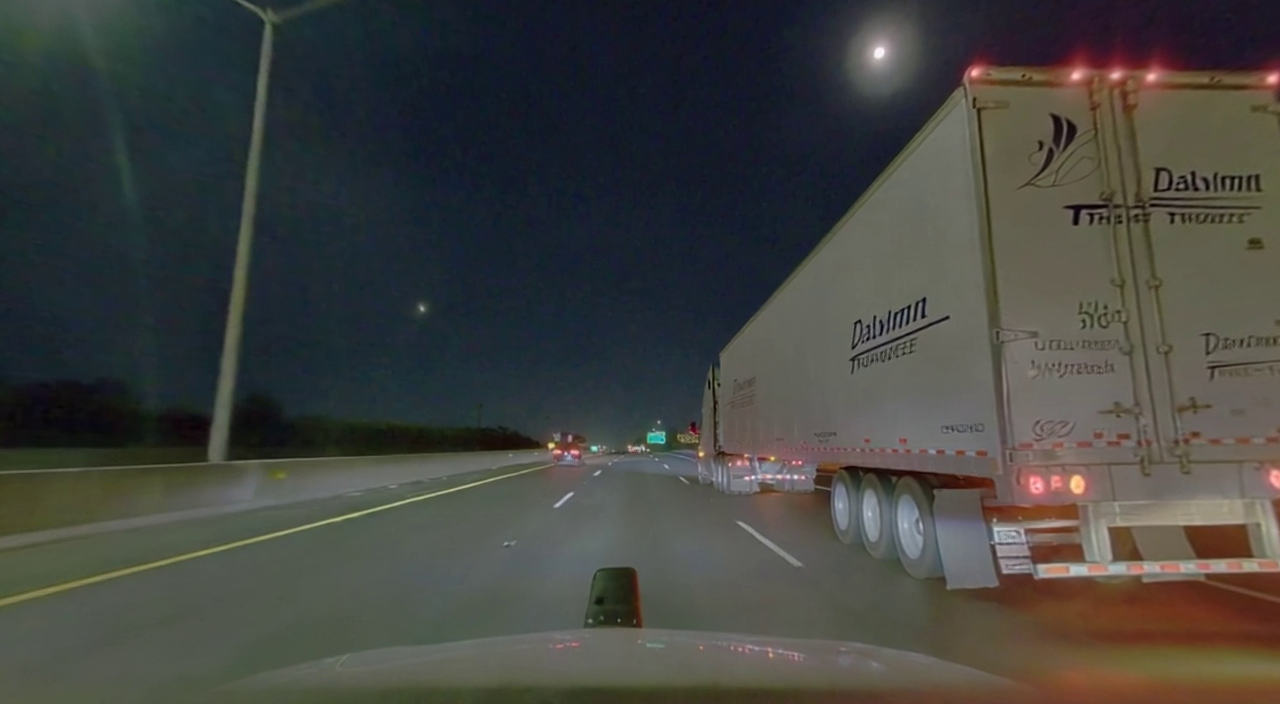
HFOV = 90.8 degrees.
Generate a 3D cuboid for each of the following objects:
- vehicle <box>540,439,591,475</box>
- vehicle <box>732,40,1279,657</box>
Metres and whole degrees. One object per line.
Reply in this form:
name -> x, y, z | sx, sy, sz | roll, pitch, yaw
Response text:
vehicle -> -3.580, 5.104, 31.037 | 2.030, 1.657, 3.926 | 0, -8, 0
vehicle -> 3.962, 0.732, 10.486 | 2.962, 4.132, 12.720 | 0, -8, 0
